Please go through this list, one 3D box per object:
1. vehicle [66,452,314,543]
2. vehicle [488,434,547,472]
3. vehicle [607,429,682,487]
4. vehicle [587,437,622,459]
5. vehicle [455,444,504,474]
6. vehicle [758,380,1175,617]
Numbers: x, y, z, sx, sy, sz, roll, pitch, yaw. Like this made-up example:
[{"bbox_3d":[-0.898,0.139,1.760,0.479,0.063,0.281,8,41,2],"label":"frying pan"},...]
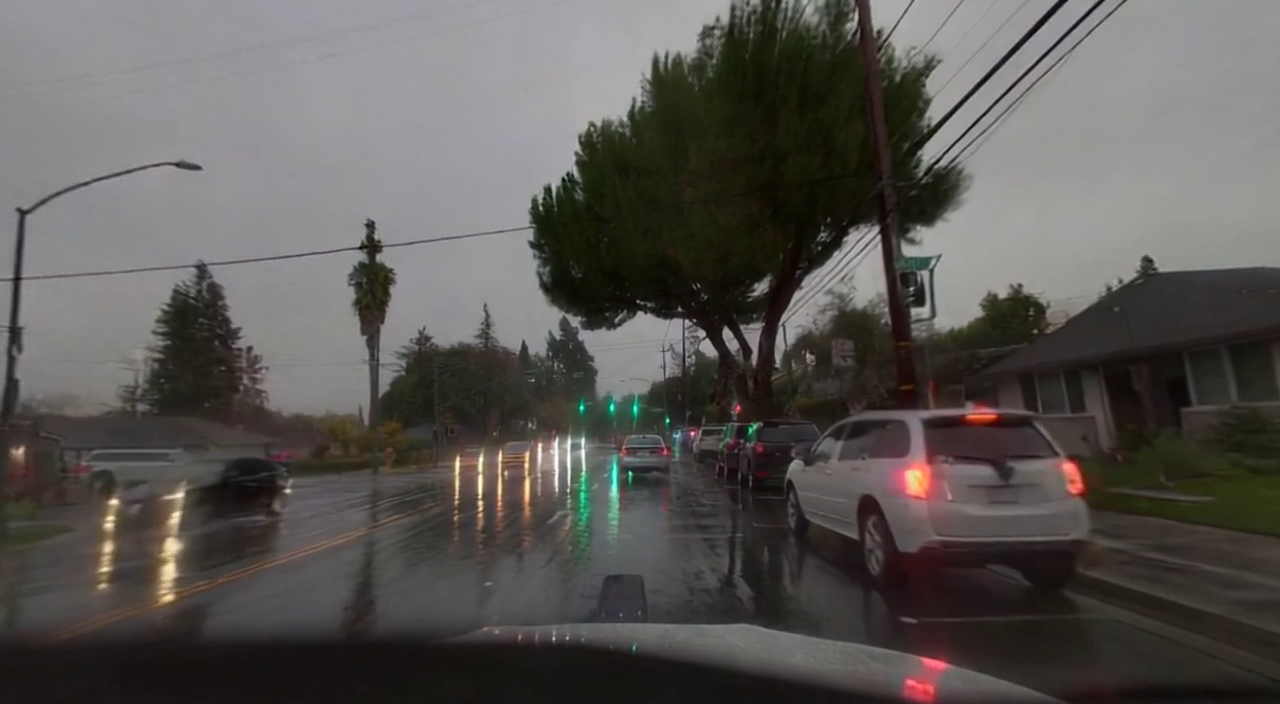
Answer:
[{"bbox_3d":[-9.090,2.925,13.419,1.908,1.511,4.611,0,-8,-1],"label":"vehicle"},{"bbox_3d":[-6.276,5.220,32.946,2.175,1.820,4.643,0,-8,0],"label":"vehicle"},{"bbox_3d":[0.083,3.217,19.516,2.041,1.575,4.304,0,-8,-1],"label":"vehicle"},{"bbox_3d":[-2.480,6.854,45.186,2.117,1.528,4.277,0,-8,1],"label":"vehicle"},{"bbox_3d":[-9.428,6.271,37.313,1.908,1.492,3.699,-4,-8,-1],"label":"vehicle"},{"bbox_3d":[2.848,1.411,7.039,2.060,1.733,4.639,0,-8,-1],"label":"vehicle"}]
